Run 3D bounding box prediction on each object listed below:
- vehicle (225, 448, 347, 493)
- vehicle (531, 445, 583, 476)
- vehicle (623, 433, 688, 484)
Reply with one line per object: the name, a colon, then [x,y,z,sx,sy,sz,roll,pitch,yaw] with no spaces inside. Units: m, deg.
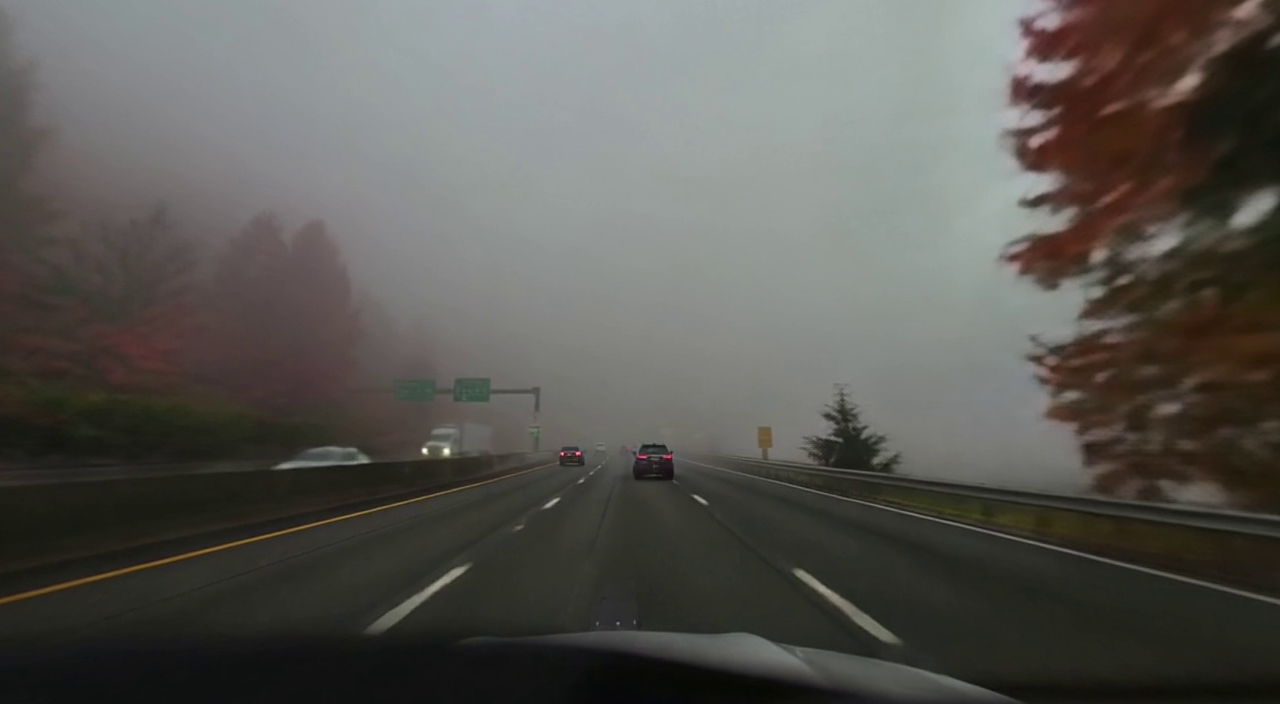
vehicle: [-13.326,4.462,23.991,1.955,1.523,4.689,0,-9,-1]
vehicle: [-4.018,5.335,31.014,2.037,1.418,3.793,0,-9,0]
vehicle: [0.483,4.016,23.832,2.250,1.718,4.358,0,-9,-1]
